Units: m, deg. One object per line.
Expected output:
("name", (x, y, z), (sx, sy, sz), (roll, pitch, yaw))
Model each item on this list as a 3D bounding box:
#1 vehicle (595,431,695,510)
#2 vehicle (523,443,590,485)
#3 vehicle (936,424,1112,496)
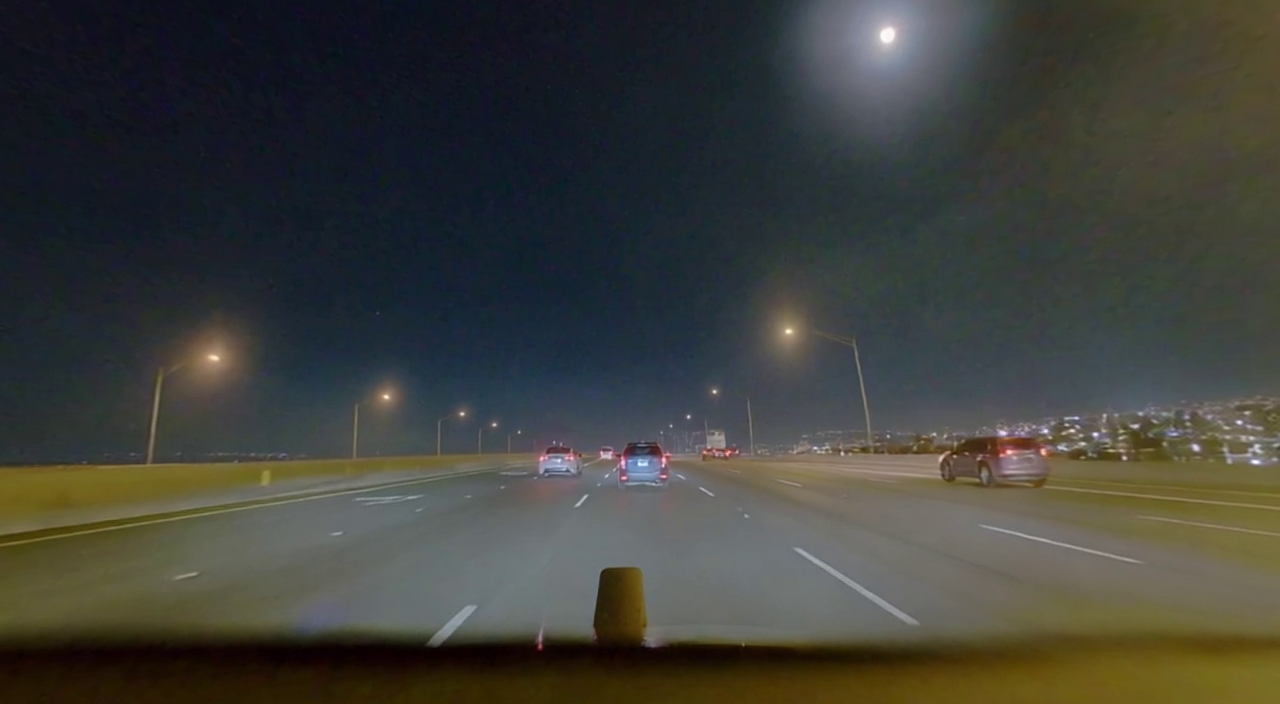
("vehicle", (0.096, 2.793, 15.291), (2.099, 1.640, 4.134), (0, -9, 0))
("vehicle", (-3.170, 4.354, 24.800), (2.011, 1.510, 4.698), (0, -9, 0))
("vehicle", (10.642, 3.023, 17.929), (2.133, 1.770, 4.537), (0, -9, 0))
